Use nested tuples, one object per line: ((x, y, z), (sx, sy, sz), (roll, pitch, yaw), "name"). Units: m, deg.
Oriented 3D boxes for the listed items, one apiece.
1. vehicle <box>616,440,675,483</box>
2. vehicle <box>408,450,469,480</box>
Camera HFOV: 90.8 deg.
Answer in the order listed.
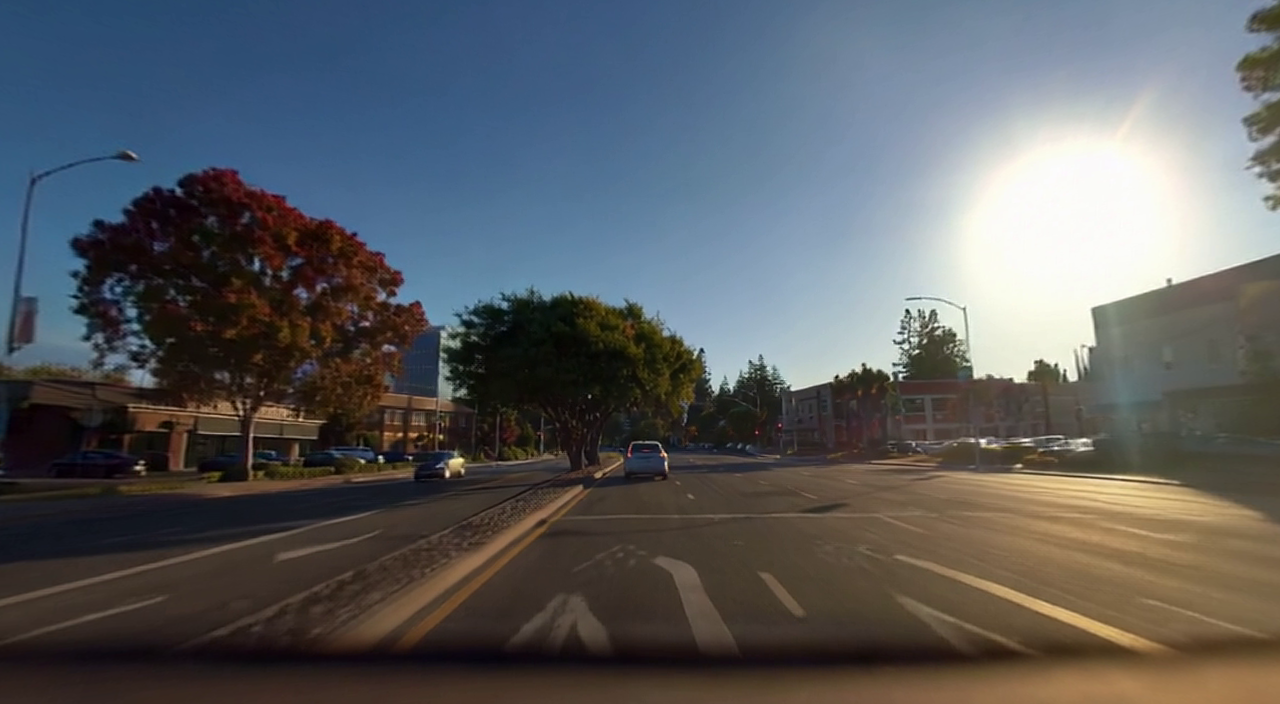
((0.171, 4.141, 24.116), (2.064, 1.477, 3.968), (0, -9, 0), "vehicle")
((-11.054, 6.207, 35.002), (1.907, 1.485, 4.293), (0, -9, 1), "vehicle")
